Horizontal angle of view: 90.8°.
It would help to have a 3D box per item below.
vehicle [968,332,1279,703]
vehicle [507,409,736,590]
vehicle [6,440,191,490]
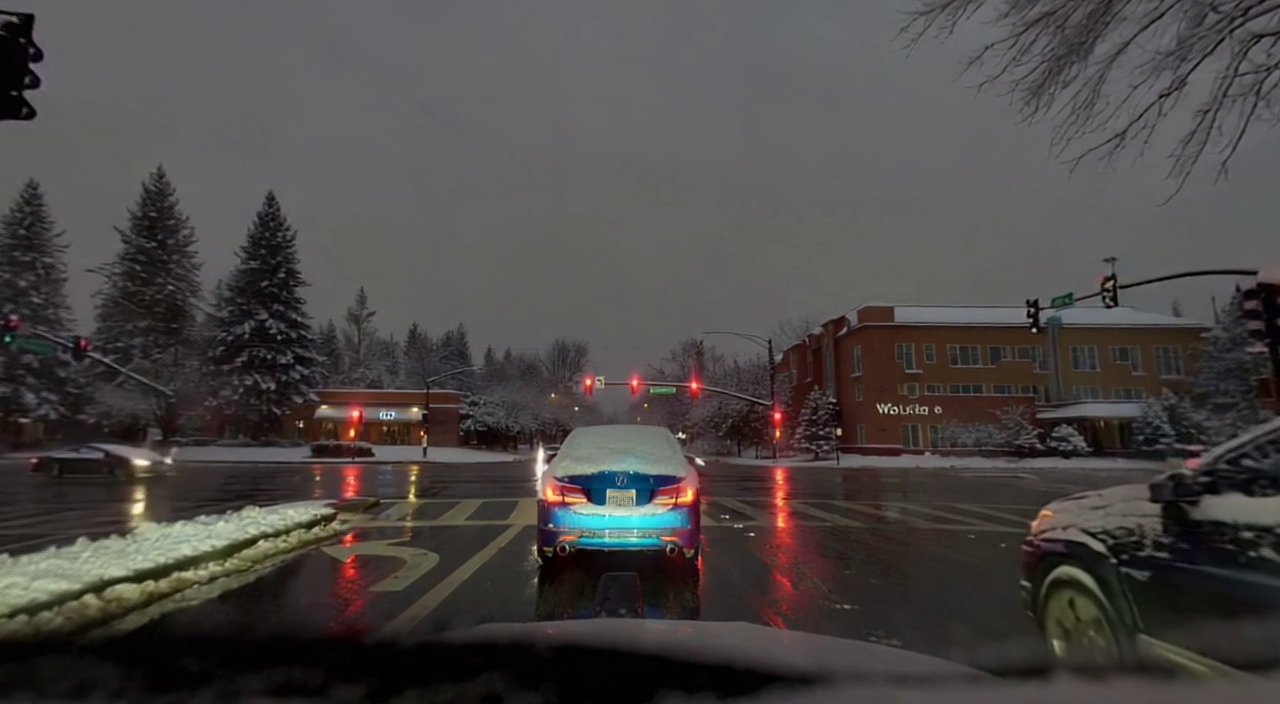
[{"bbox_3d":[3.420,0.821,2.229,1.995,1.787,4.810,1,-8,1],"label":"vehicle"},{"bbox_3d":[-0.199,1.627,7.753,2.066,1.618,3.922,0,-8,-1],"label":"vehicle"},{"bbox_3d":[-18.783,3.918,22.090,4.544,1.639,2.048,0,-8,1],"label":"vehicle"}]
